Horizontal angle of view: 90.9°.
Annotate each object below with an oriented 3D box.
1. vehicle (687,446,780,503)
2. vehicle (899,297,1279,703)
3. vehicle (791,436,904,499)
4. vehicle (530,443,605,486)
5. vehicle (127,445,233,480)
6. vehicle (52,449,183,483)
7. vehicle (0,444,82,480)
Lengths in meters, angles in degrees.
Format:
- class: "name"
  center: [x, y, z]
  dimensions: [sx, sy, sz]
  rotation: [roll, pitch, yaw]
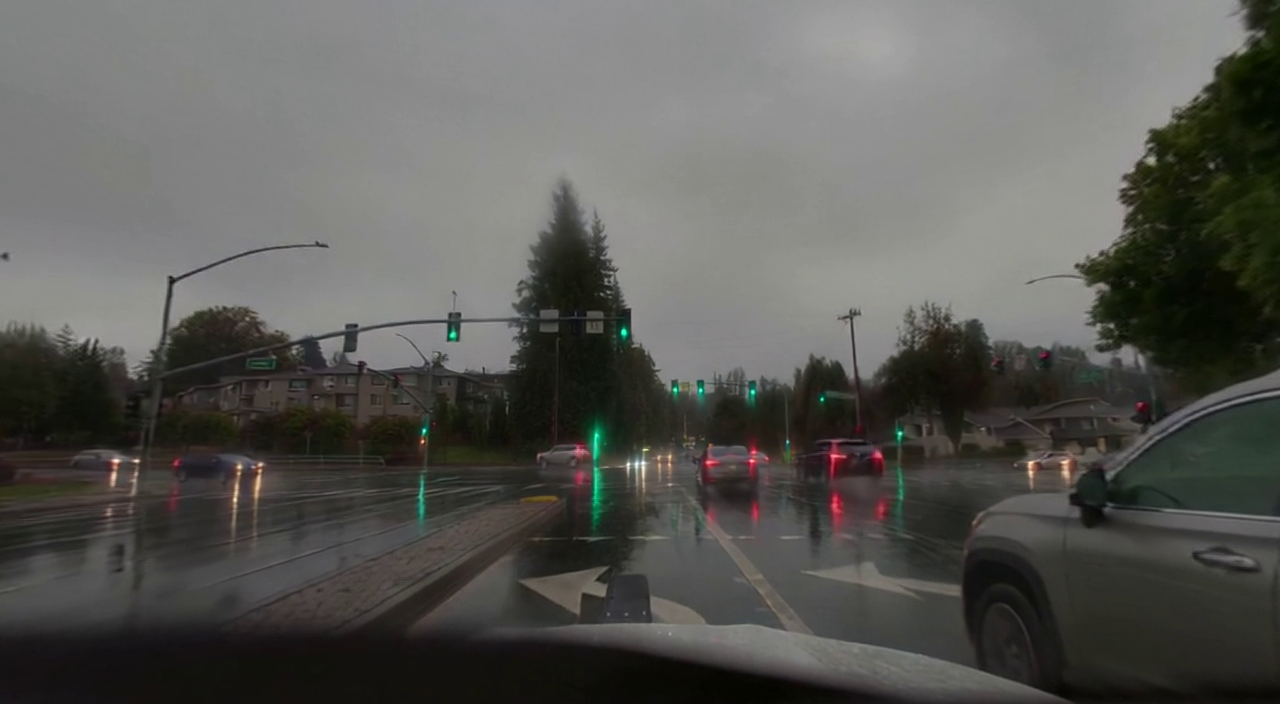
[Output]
- class: "vehicle"
  center: [2.664, 3.604, 19.074]
  dimensions: [2.009, 1.480, 4.423]
  rotation: [0, -8, -2]
- class: "vehicle"
  center: [2.827, 0.741, 1.851]
  dimensions: [2.115, 1.737, 4.642]
  rotation: [0, -8, 0]
- class: "vehicle"
  center: [6.673, 3.744, 20.936]
  dimensions: [2.105, 1.830, 4.610]
  rotation: [0, -8, -1]
- class: "vehicle"
  center: [-3.293, 4.947, 28.118]
  dimensions: [2.099, 1.705, 4.020]
  rotation: [4, -9, -25]
- class: "vehicle"
  center: [-27.723, 6.647, 38.097]
  dimensions: [4.689, 1.734, 2.034]
  rotation: [3, -8, -1]
- class: "vehicle"
  center: [-26.258, 5.734, 31.783]
  dimensions: [4.724, 1.630, 1.968]
  rotation: [0, -8, -2]
- class: "vehicle"
  center: [-36.815, 6.563, 37.648]
  dimensions: [4.771, 1.778, 2.032]
  rotation: [3, -8, -2]
